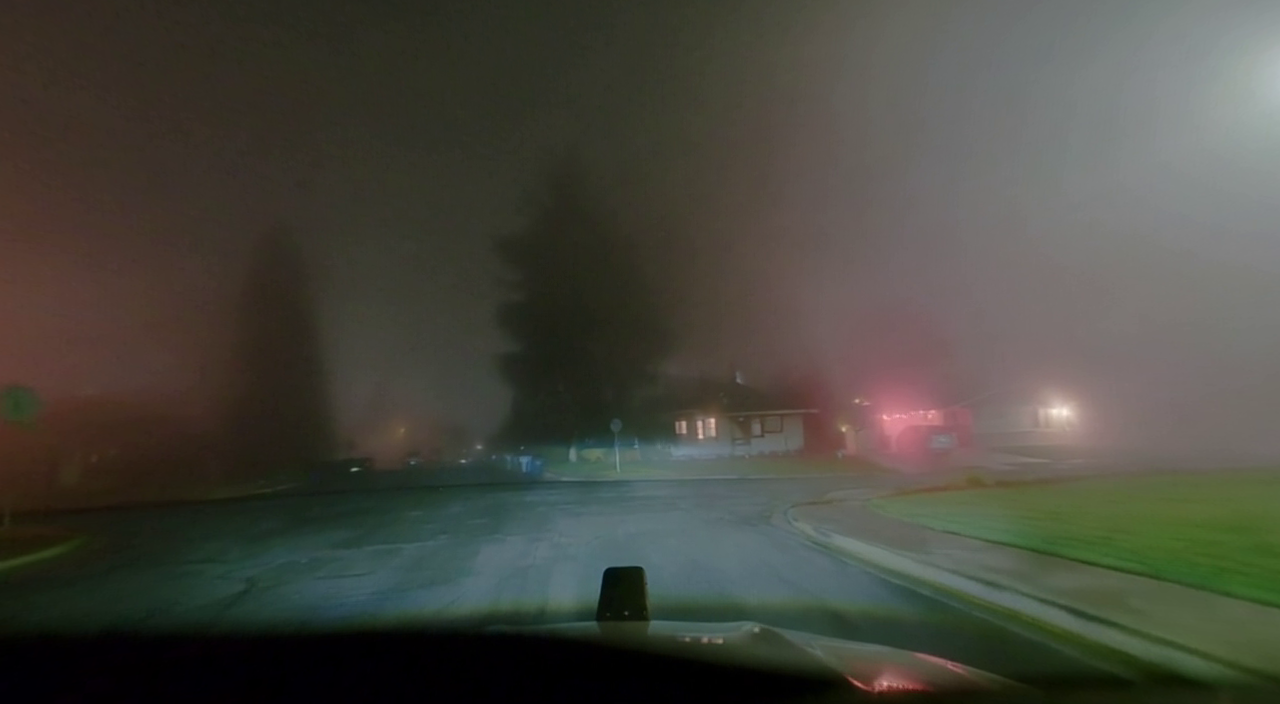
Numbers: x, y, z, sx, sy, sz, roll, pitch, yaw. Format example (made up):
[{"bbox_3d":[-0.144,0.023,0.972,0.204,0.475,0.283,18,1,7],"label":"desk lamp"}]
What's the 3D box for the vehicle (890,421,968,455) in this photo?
[{"bbox_3d":[16.692,5.049,36.756,1.992,1.813,5.079,0,-8,-2],"label":"vehicle"}]
